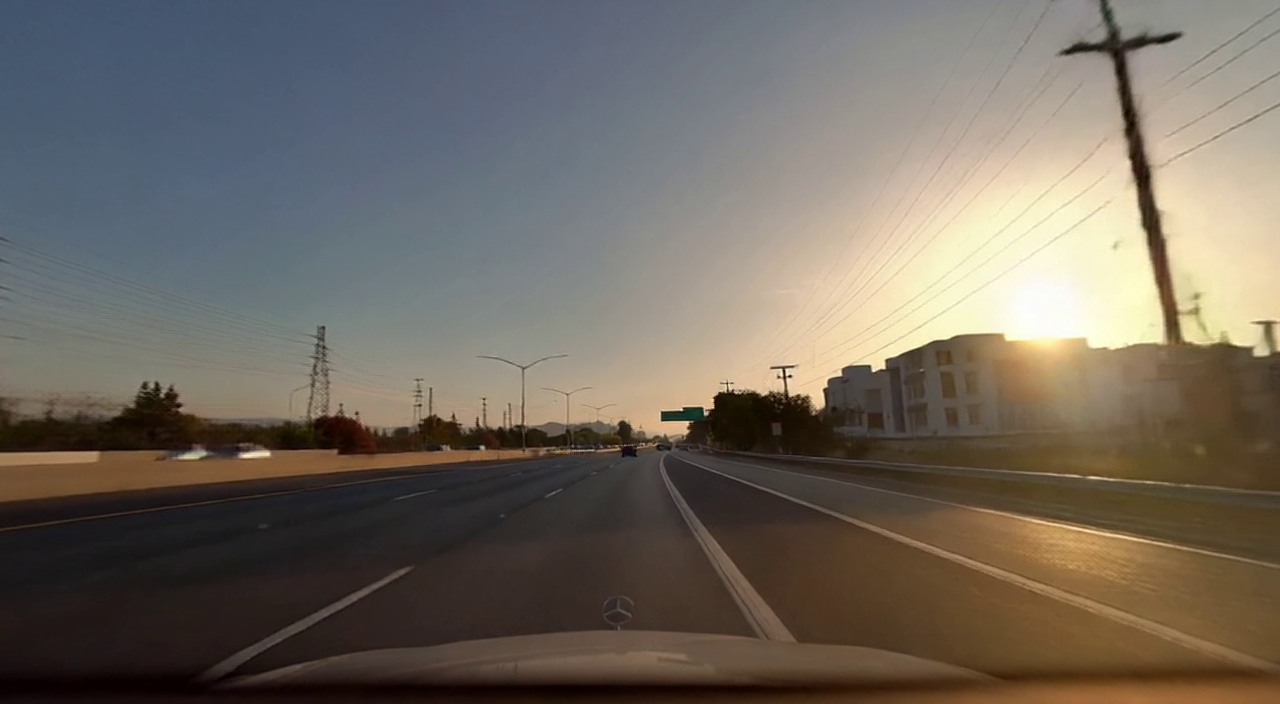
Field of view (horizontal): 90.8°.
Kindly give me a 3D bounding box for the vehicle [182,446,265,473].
[{"bbox_3d":[-24.702,6.391,37.707,1.840,1.495,4.444,0,-8,2],"label":"vehicle"}]
